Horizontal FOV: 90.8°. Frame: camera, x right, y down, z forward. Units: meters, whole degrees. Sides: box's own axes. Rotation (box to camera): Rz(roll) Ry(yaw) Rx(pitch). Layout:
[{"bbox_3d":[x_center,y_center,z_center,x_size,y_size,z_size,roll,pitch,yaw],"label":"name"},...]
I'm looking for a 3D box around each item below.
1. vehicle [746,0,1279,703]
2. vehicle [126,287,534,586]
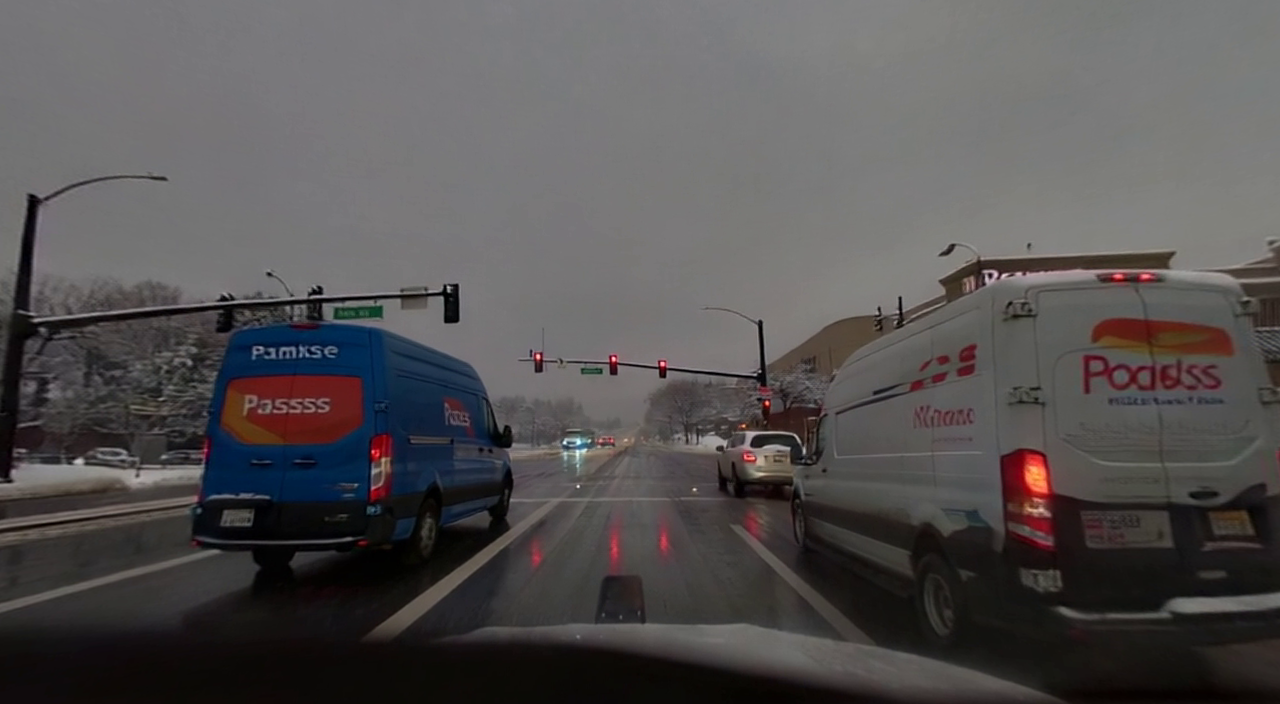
[{"bbox_3d":[3.183,0.231,5.081,2.861,3.525,9.858,0,-9,0],"label":"vehicle"},{"bbox_3d":[-3.413,1.243,9.172,2.443,2.784,6.493,0,-9,1],"label":"vehicle"}]
